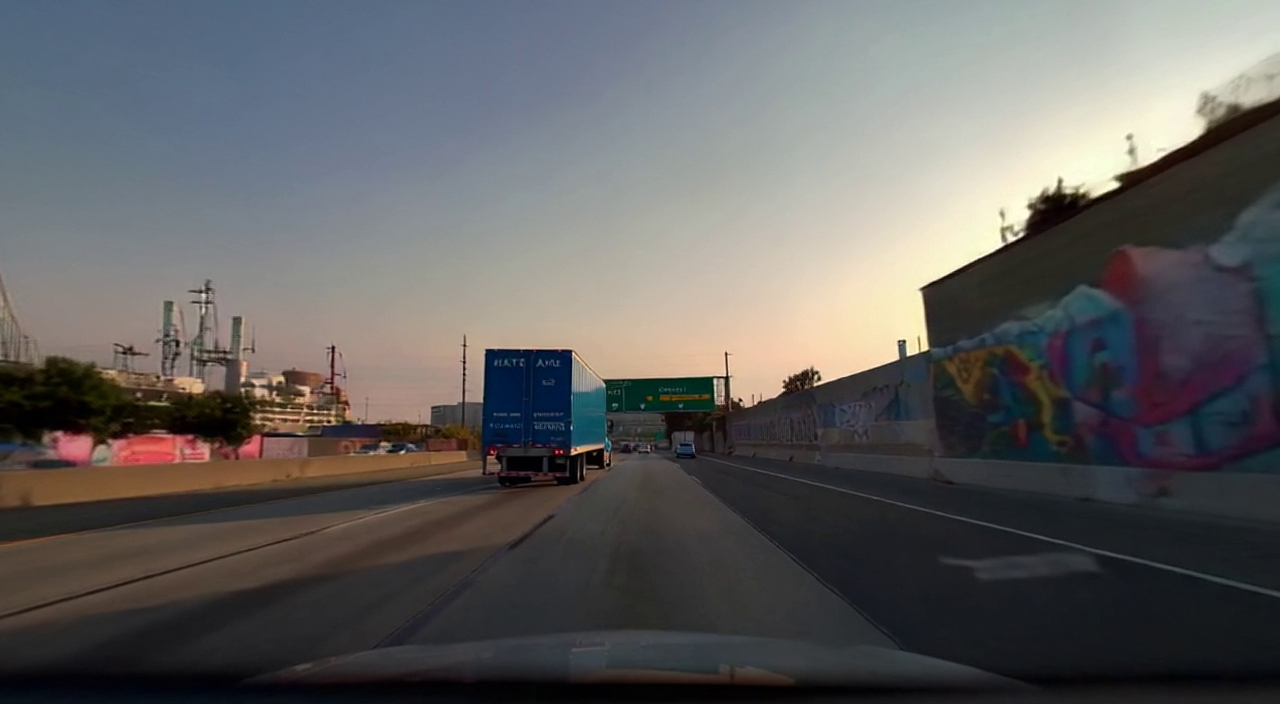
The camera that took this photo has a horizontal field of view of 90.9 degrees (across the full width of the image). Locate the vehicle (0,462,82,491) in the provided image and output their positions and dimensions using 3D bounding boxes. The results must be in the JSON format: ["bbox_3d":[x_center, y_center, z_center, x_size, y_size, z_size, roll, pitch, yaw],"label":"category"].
[{"bbox_3d":[-35.919,7.341,37.432,1.687,1.430,4.239,0,-8,1],"label":"vehicle"}]

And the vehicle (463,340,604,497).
[{"bbox_3d":[-3.030,2.279,20.912,2.977,4.048,8.890,-1,-7,1],"label":"vehicle"}]
